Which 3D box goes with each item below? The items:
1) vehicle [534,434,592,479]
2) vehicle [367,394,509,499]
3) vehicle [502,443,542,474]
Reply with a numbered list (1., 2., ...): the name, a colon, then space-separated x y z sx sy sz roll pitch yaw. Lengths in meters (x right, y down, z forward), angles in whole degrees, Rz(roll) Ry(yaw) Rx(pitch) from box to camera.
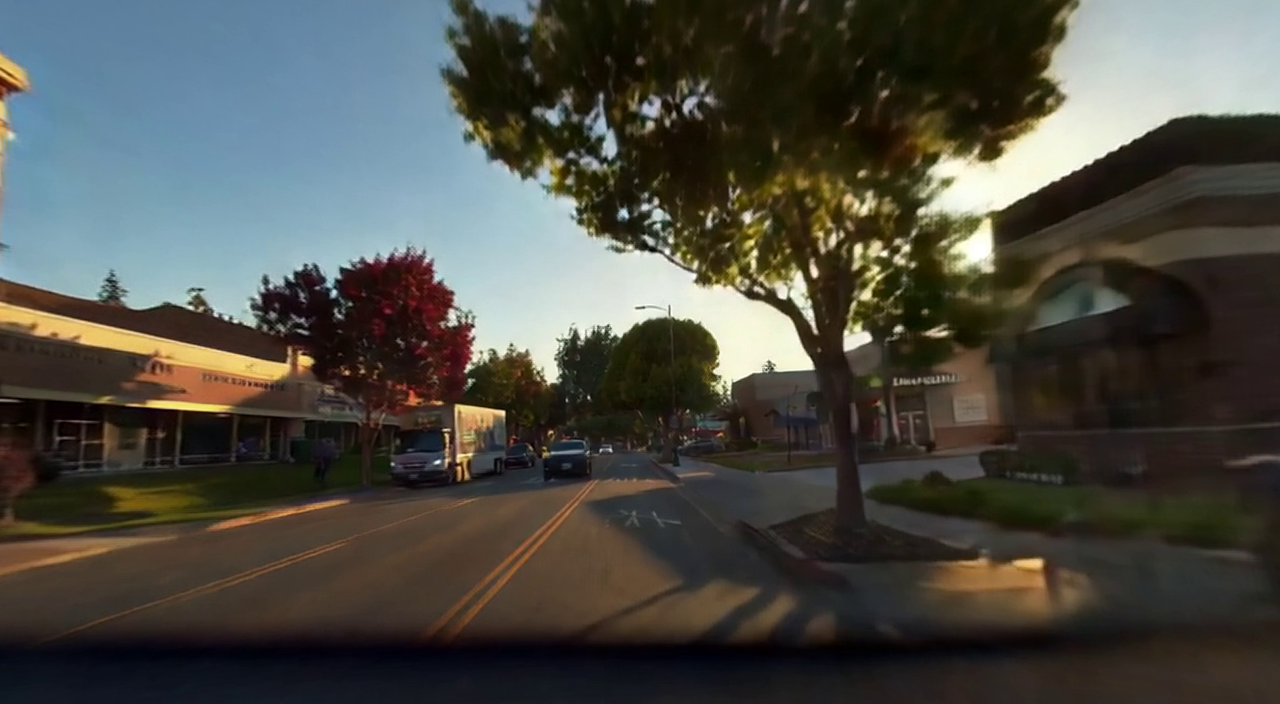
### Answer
1. vehicle: -3.399 4.700 28.578 2.118 1.864 4.640 0 -8 -1
2. vehicle: -9.113 4.291 30.389 2.986 3.768 11.697 -6 -6 -1
3. vehicle: -7.936 7.155 42.732 1.950 1.743 4.312 -2 -6 -1
